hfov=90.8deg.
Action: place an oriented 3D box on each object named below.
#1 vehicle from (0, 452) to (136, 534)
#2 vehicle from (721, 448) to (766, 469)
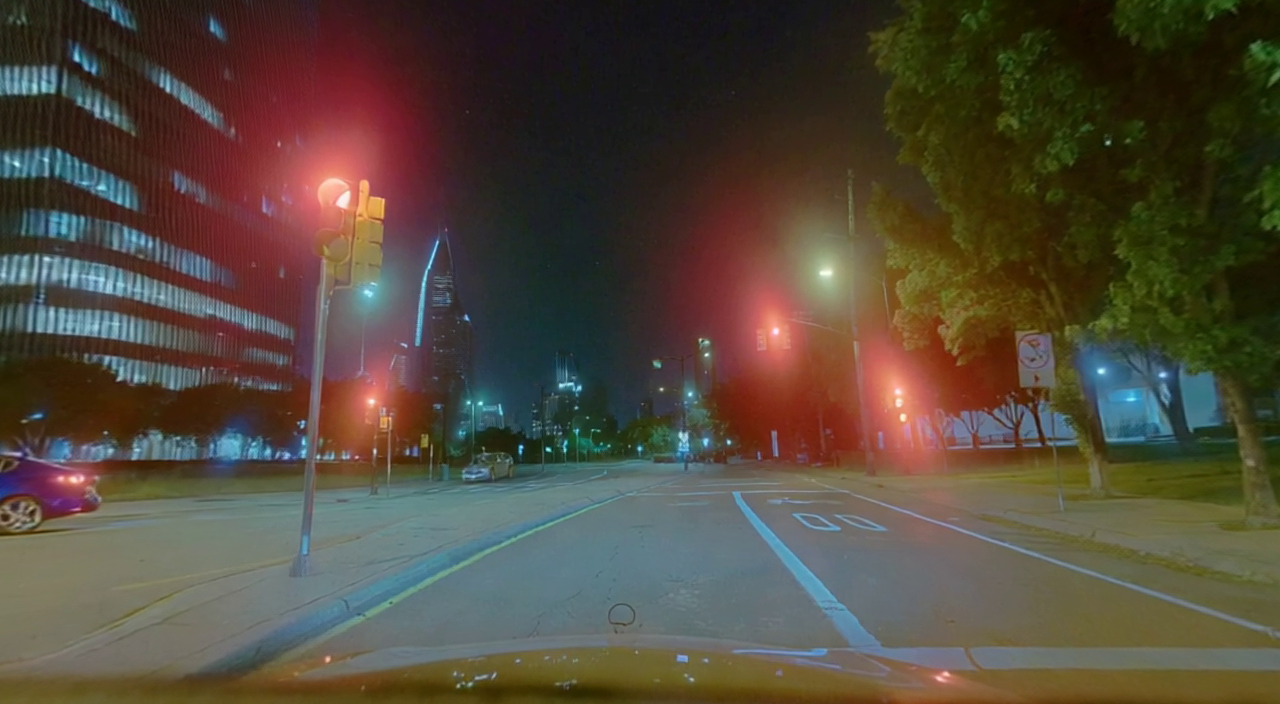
[{"bbox_3d":[-12.872,2.717,12.286,4.598,1.490,1.816,7,-11,-40],"label":"vehicle"},{"bbox_3d":[7.860,8.123,48.415,1.829,1.440,4.384,2,-9,-14],"label":"vehicle"}]
